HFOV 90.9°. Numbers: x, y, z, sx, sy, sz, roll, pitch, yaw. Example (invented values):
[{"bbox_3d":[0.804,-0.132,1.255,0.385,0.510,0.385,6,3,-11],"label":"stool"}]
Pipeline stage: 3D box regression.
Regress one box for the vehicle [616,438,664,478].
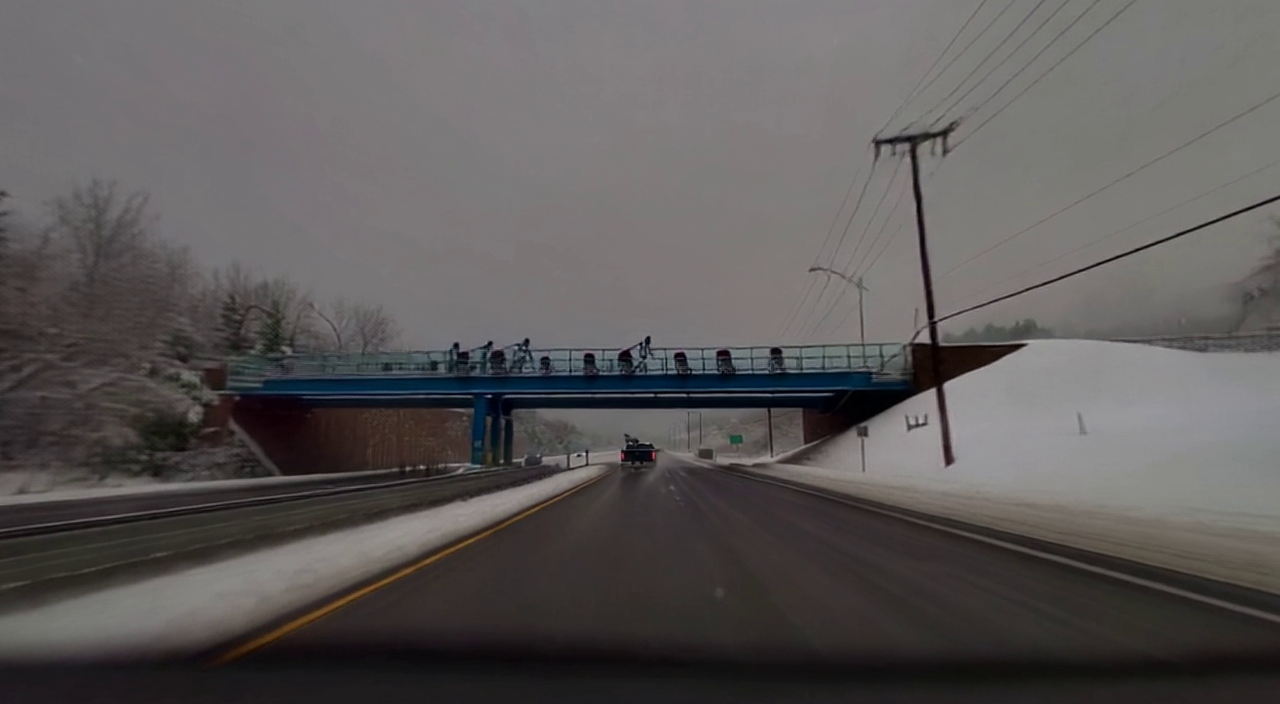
[{"bbox_3d":[0.061,5.657,33.829,2.369,1.948,5.343,0,-9,2],"label":"vehicle"}]
